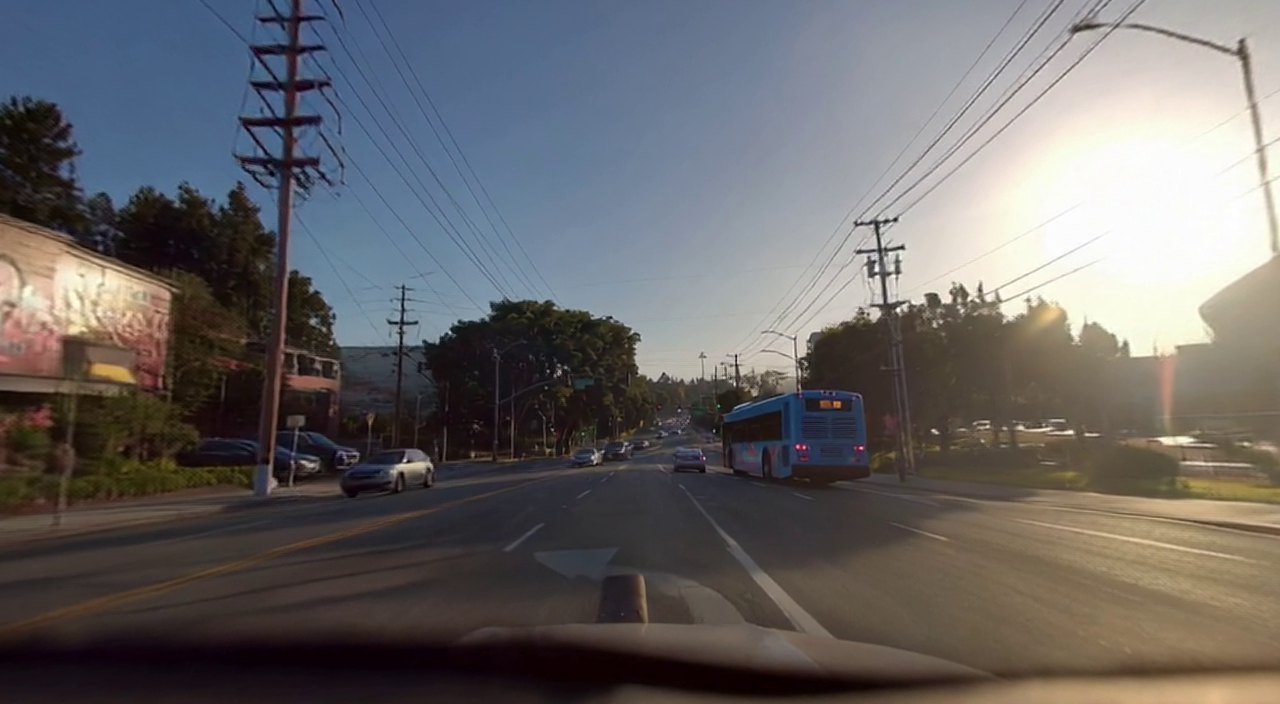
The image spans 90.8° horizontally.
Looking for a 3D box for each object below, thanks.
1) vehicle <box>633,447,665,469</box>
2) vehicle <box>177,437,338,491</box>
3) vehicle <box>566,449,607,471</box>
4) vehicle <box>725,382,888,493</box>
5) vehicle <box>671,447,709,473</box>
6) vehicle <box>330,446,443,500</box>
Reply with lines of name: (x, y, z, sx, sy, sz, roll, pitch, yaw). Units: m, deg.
vehicle: (0.583, 7.521, 44.902, 2.016, 1.464, 4.089, 0, -8, -2)
vehicle: (-14.393, 4.233, 24.096, 4.719, 1.903, 2.051, 1, -8, -9)
vehicle: (-3.665, 7.532, 44.296, 1.915, 1.452, 4.654, -1, -8, 8)
vehicle: (6.017, 3.557, 25.933, 3.045, 3.447, 12.604, 0, -8, -1)
vehicle: (2.976, 6.533, 38.605, 1.961, 1.470, 4.196, 0, -8, 0)
vehicle: (-8.592, 4.097, 21.927, 2.017, 1.659, 4.405, 0, -8, 1)
